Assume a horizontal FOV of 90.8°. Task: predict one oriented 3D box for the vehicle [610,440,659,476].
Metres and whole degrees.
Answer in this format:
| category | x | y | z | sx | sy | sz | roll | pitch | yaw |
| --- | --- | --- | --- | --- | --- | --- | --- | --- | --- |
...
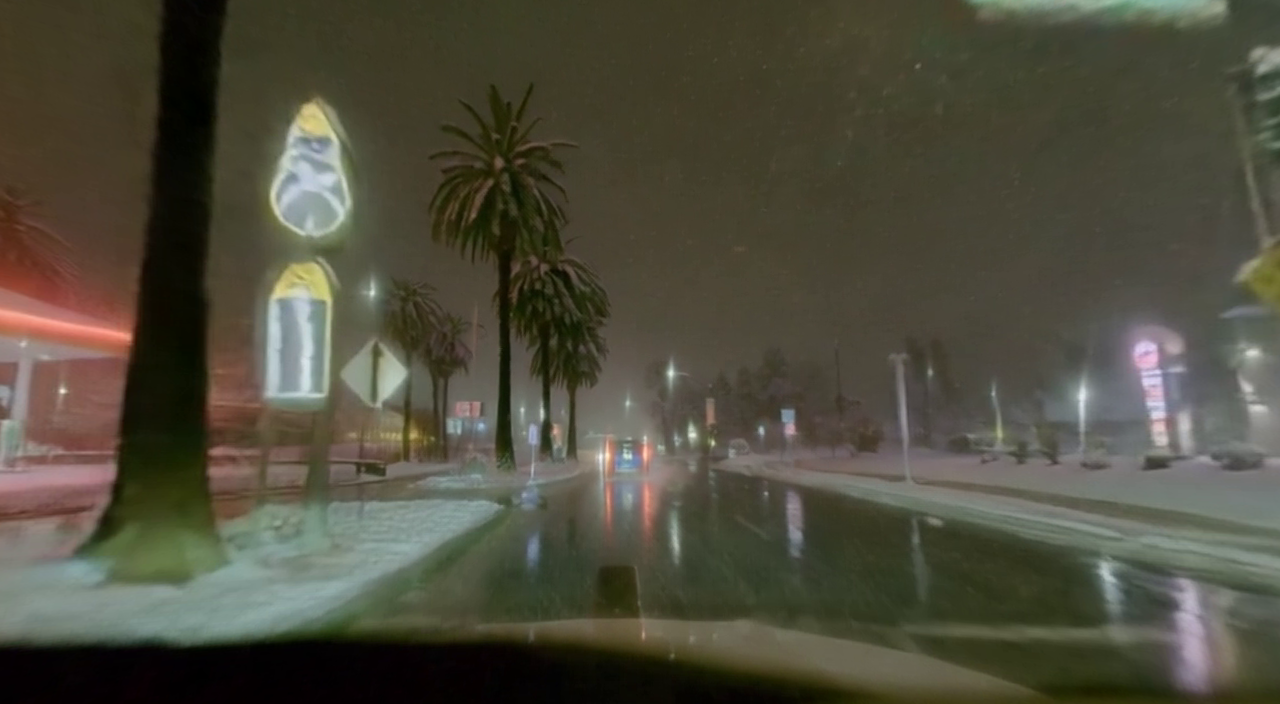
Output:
| category | x | y | z | sx | sy | sz | roll | pitch | yaw |
| --- | --- | --- | --- | --- | --- | --- | --- | --- | --- |
| vehicle | -0.291 | 4.914 | 29.391 | 2.073 | 1.525 | 4.809 | 0 | -9 | -1 |
